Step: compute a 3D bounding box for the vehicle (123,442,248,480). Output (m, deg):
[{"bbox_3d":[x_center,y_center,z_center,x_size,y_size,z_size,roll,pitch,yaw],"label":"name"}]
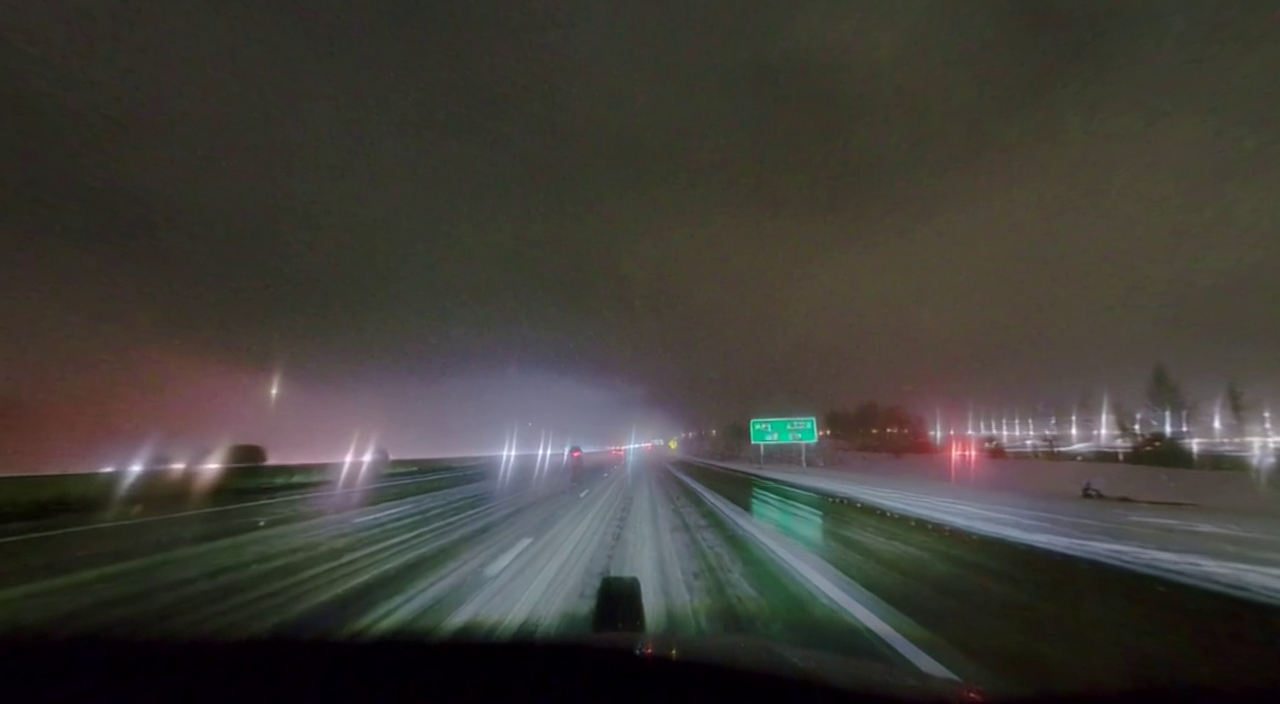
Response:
[{"bbox_3d":[-20.313,4.884,28.445,2.181,1.562,4.600,0,-9,0],"label":"vehicle"}]
